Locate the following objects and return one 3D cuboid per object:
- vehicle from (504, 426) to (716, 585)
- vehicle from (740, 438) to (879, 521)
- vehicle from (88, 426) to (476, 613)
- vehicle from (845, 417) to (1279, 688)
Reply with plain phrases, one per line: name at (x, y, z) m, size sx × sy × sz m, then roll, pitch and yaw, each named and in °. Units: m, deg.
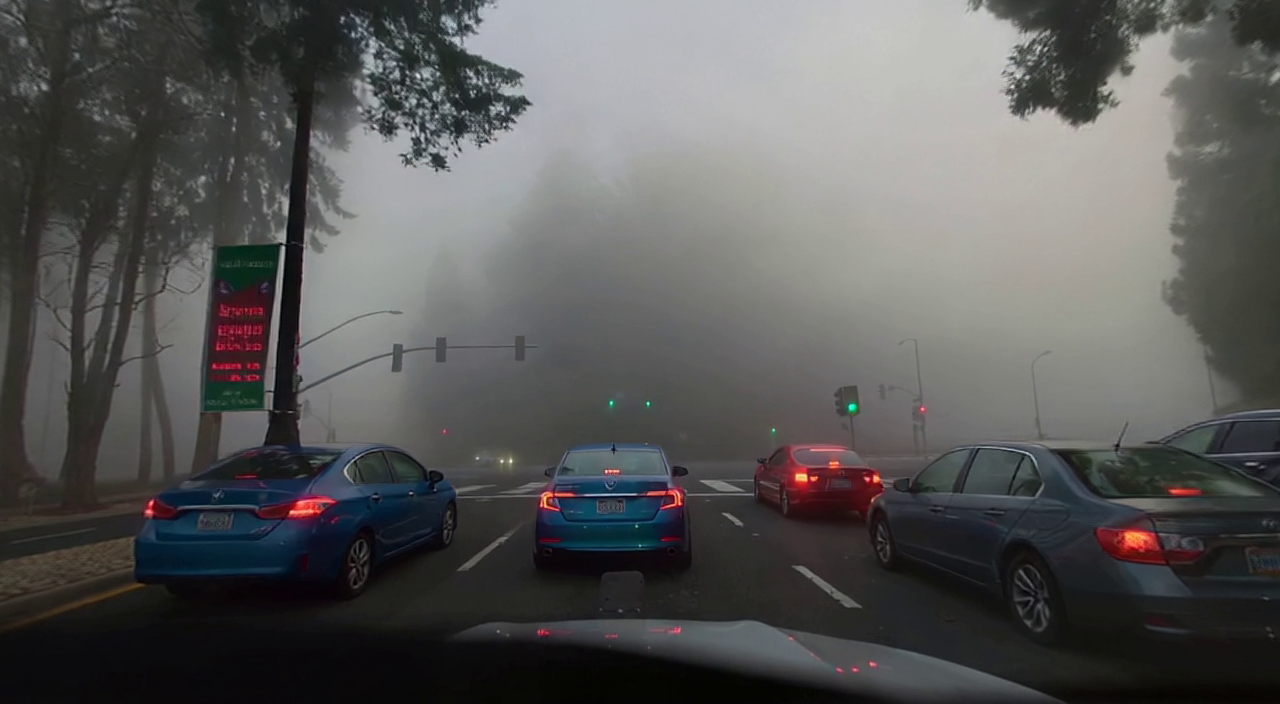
vehicle at (-0.304, 1.726, 7.842) m, size 1.994 × 1.479 × 3.647 m, roll 0°, pitch -9°, yaw -1°
vehicle at (3.398, 2.614, 13.490) m, size 1.852 × 1.498 × 3.825 m, roll 0°, pitch -9°, yaw -1°
vehicle at (-3.372, 1.640, 7.120) m, size 1.929 × 1.457 × 4.136 m, roll 0°, pitch -9°, yaw 0°
vehicle at (3.606, 1.437, 5.766) m, size 1.953 × 1.471 × 4.470 m, roll 0°, pitch -9°, yaw 0°
